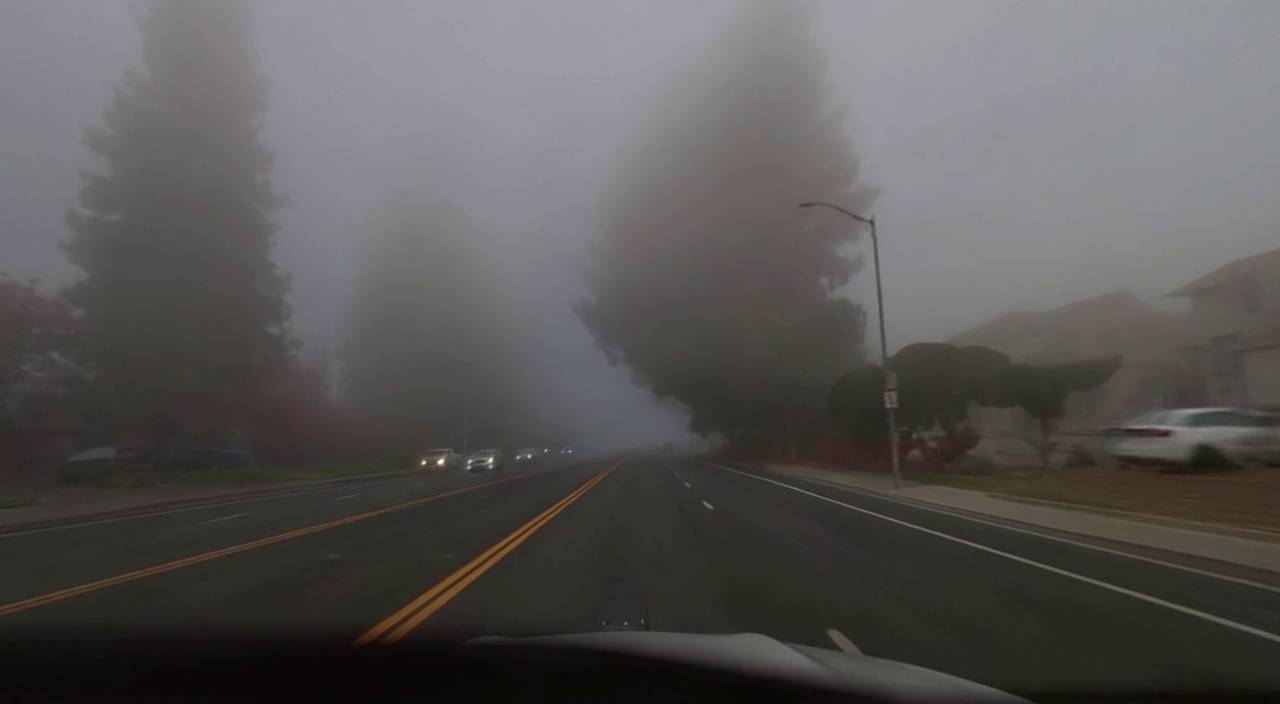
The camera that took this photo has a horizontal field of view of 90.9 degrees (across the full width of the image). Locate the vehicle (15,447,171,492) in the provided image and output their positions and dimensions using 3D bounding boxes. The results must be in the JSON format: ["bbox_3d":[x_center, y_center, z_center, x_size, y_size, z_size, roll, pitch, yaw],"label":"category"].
[{"bbox_3d":[-22.463,4.820,26.018,4.530,1.769,2.003,0,-9,1],"label":"vehicle"}]

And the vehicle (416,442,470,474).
[{"bbox_3d":[-14.115,7.587,45.515,2.071,1.899,5.640,-4,-8,1],"label":"vehicle"}]

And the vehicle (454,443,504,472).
[{"bbox_3d":[-9.938,6.541,39.176,1.962,1.680,3.925,0,-9,1],"label":"vehicle"}]
